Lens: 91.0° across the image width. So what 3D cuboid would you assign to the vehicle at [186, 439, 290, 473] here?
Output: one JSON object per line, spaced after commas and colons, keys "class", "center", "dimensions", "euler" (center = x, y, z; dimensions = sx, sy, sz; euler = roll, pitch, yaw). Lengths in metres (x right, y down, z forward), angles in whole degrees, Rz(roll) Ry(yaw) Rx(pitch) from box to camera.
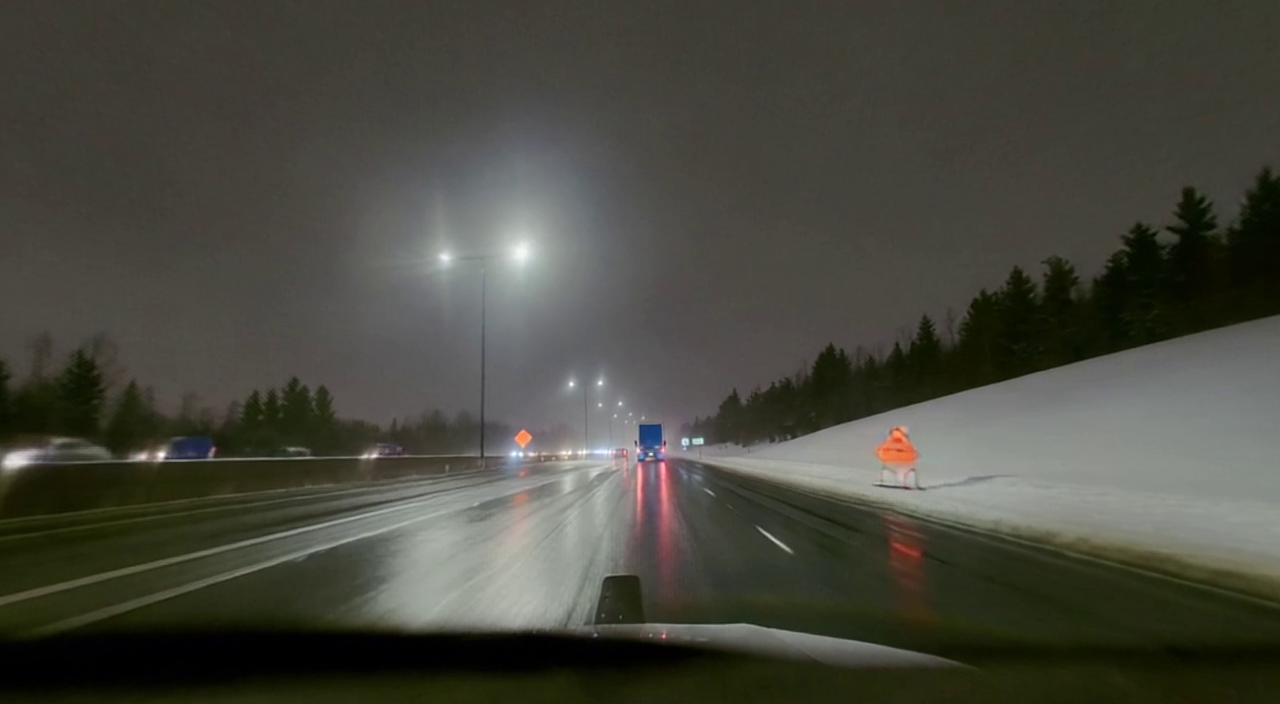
{"class": "vehicle", "center": [-19.866, 5.162, 31.431], "dimensions": [1.931, 1.567, 4.767], "euler": [0, -9, 2]}
